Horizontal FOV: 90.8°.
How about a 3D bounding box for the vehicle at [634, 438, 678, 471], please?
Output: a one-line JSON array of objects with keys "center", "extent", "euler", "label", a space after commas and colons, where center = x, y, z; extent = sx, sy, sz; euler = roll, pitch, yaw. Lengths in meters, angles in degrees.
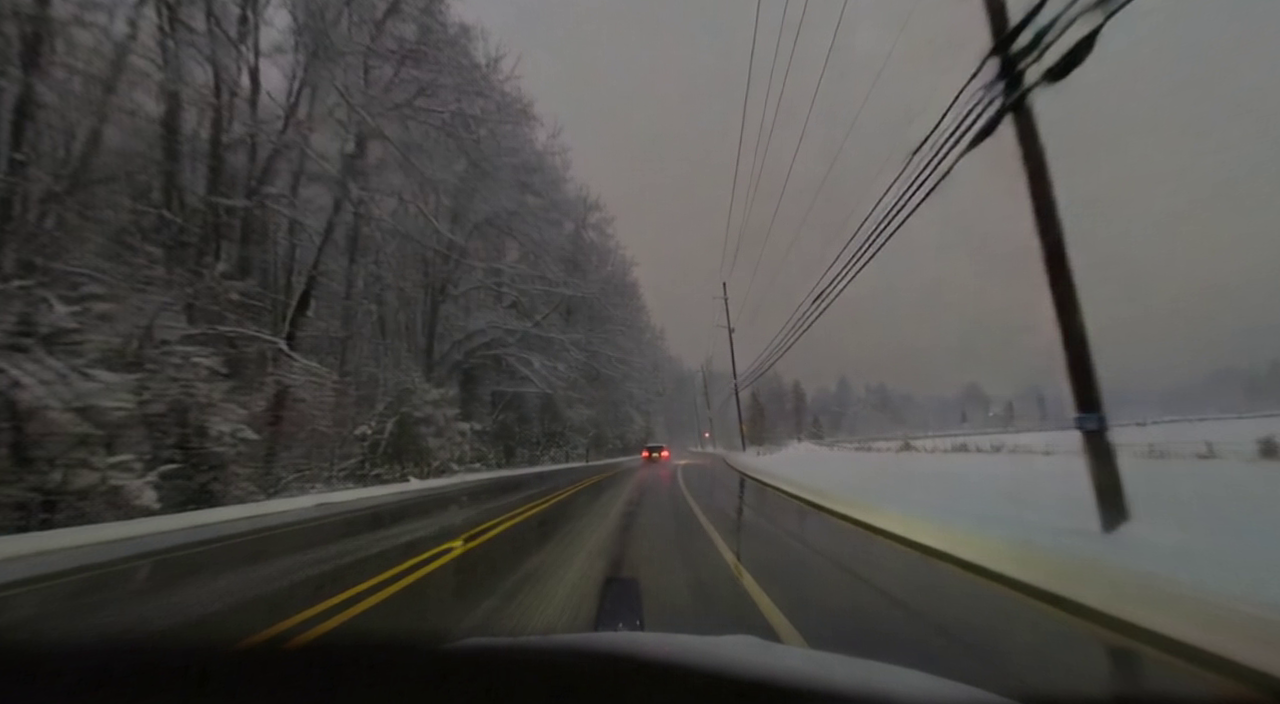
[{"center": [0.841, 5.091, 31.494], "extent": [2.059, 1.524, 3.963], "euler": [-1, -8, 3], "label": "vehicle"}]
